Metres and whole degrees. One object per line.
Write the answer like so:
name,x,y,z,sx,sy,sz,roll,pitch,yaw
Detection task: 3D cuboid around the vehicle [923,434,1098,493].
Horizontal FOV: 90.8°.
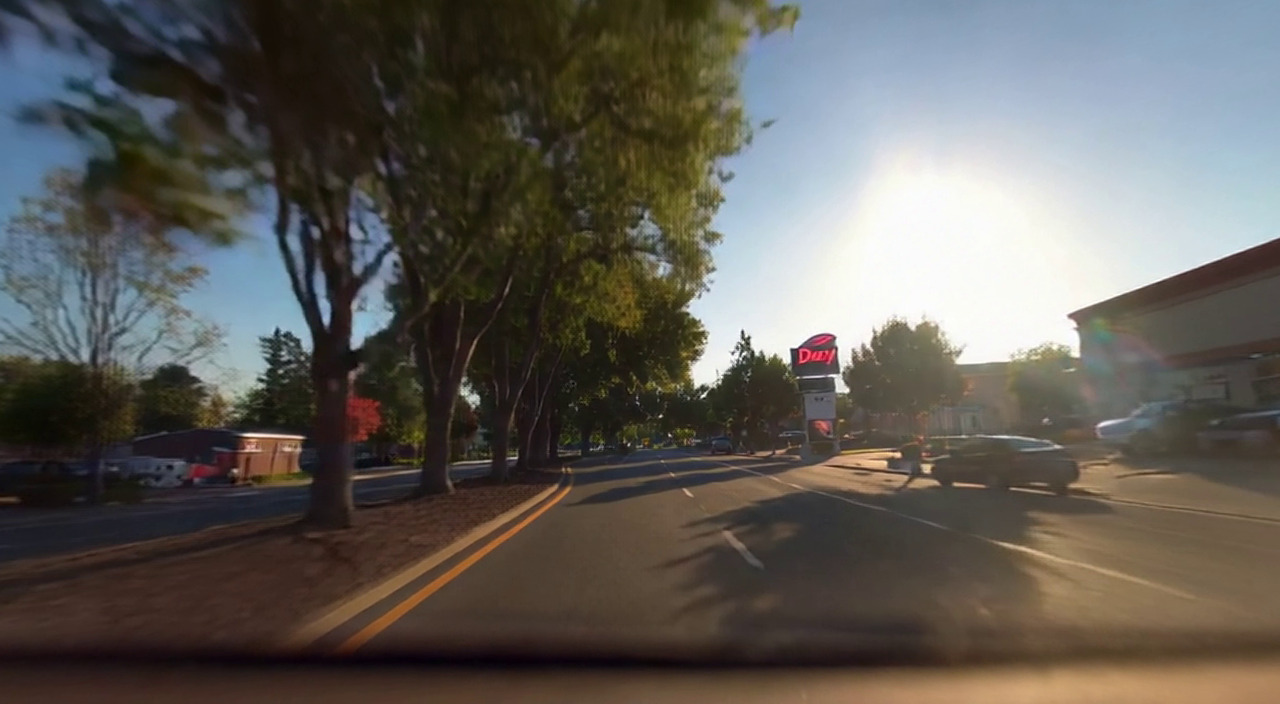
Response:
vehicle,10.212,3.096,17.968,2.034,1.437,4.728,0,-8,-1

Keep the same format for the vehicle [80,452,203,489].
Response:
vehicle,-30.540,7.225,39.128,2.326,1.944,6.466,1,-8,0

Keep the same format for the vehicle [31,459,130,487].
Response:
vehicle,-33.457,7.228,37.945,2.048,1.422,4.179,0,-8,1
